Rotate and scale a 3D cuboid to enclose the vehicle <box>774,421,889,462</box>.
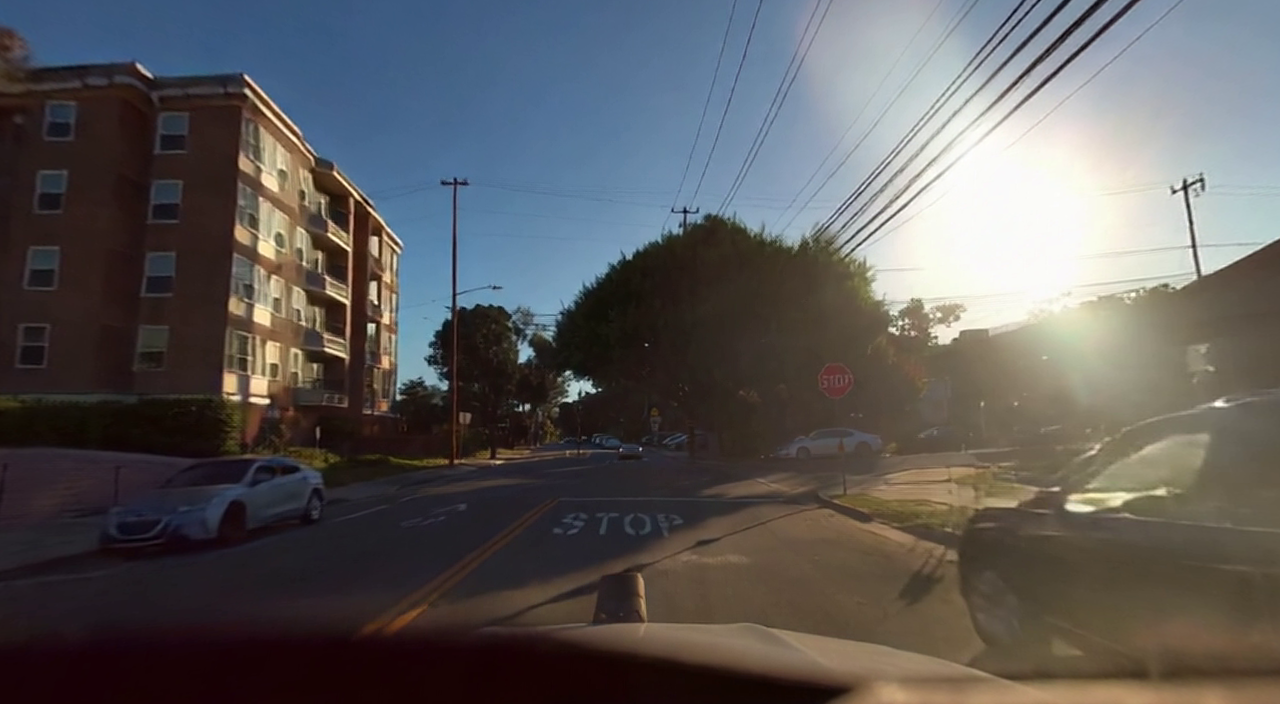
[{"bbox_3d":[9.224,4.354,30.673,4.877,1.755,1.918,0,-10,-9],"label":"vehicle"}]

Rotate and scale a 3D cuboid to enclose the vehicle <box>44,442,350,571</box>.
[{"bbox_3d":[-6.812,2.334,10.518,1.922,1.505,4.502,-3,-8,-1],"label":"vehicle"}]

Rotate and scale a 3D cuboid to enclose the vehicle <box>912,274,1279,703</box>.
[{"bbox_3d":[3.400,0.810,2.626,2.300,1.913,4.896,4,-8,-1],"label":"vehicle"}]
